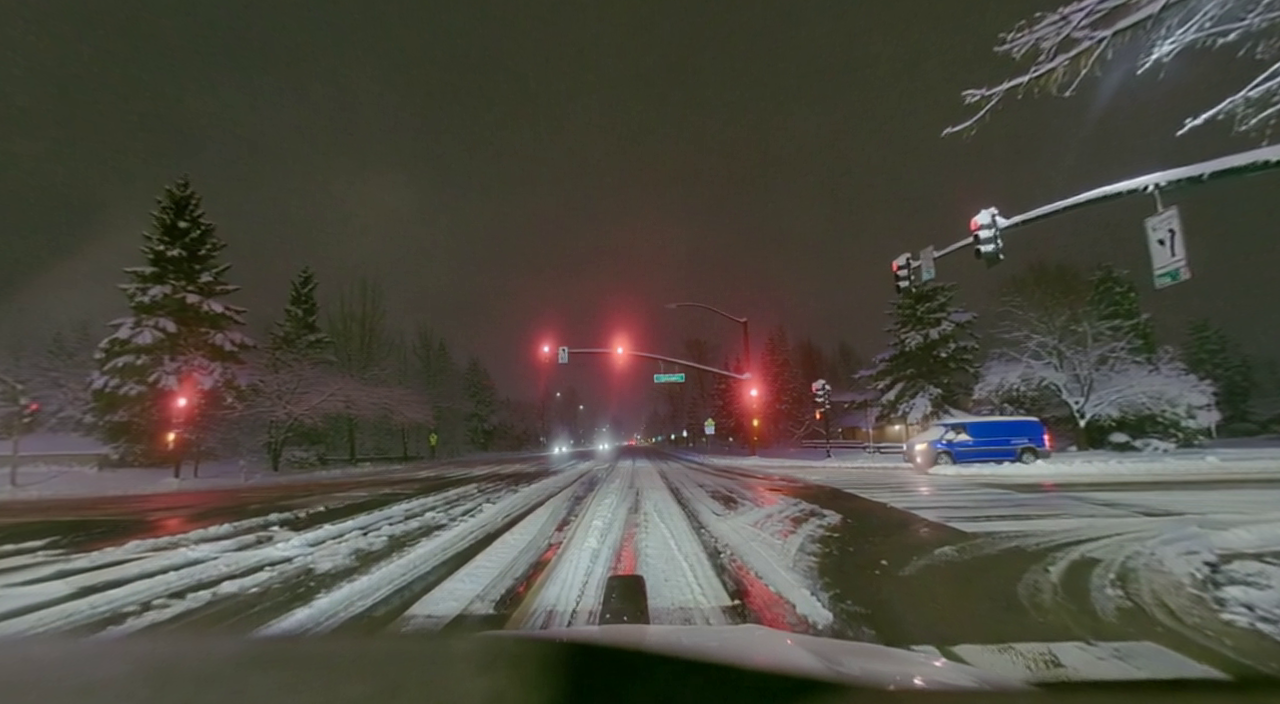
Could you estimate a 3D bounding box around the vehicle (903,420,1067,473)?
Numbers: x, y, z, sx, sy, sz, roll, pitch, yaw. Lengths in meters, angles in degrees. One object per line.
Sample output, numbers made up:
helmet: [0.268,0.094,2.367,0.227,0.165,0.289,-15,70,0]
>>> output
vehicle: [12.436,3.428,22.962,4.790,1.798,1.909,0,-8,1]
